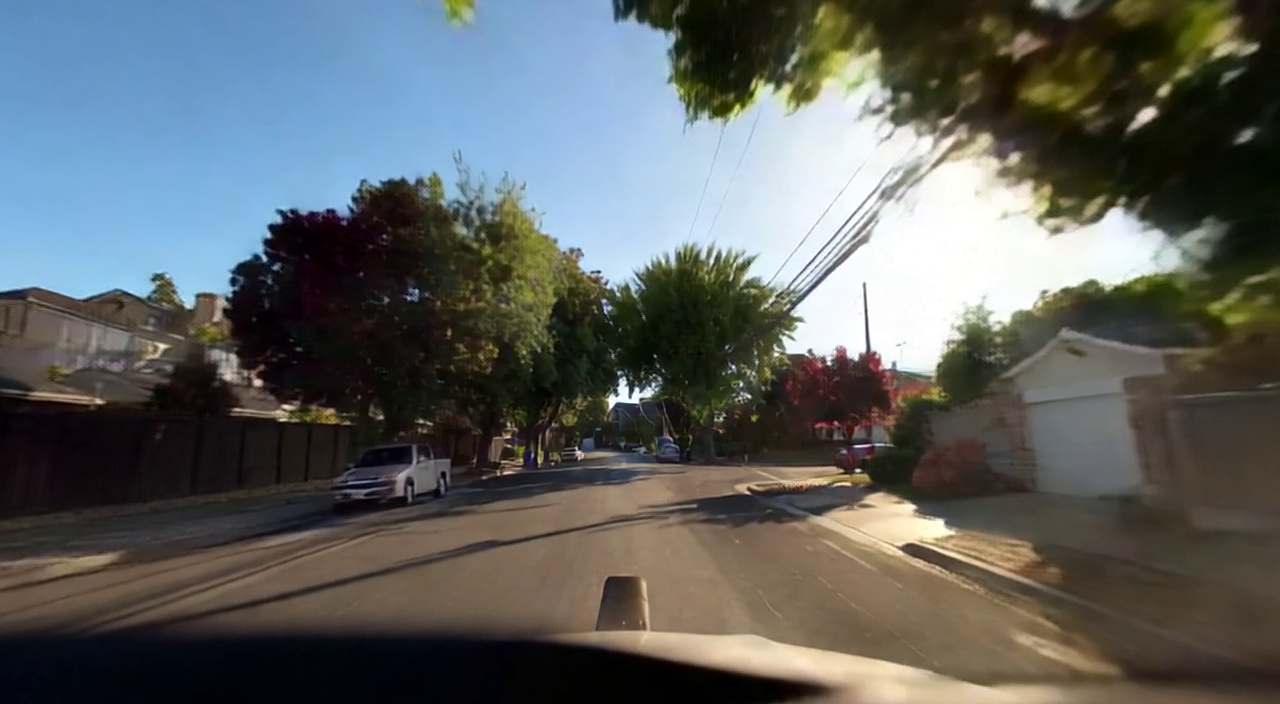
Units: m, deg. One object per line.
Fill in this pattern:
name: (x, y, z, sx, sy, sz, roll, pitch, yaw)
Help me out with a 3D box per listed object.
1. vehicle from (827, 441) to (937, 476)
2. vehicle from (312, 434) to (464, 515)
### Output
vehicle: (12.277, 5.396, 32.033, 4.708, 1.527, 2.113, 0, -8, -10)
vehicle: (-6.076, 2.994, 15.801, 1.998, 1.742, 4.210, 0, -9, 1)
